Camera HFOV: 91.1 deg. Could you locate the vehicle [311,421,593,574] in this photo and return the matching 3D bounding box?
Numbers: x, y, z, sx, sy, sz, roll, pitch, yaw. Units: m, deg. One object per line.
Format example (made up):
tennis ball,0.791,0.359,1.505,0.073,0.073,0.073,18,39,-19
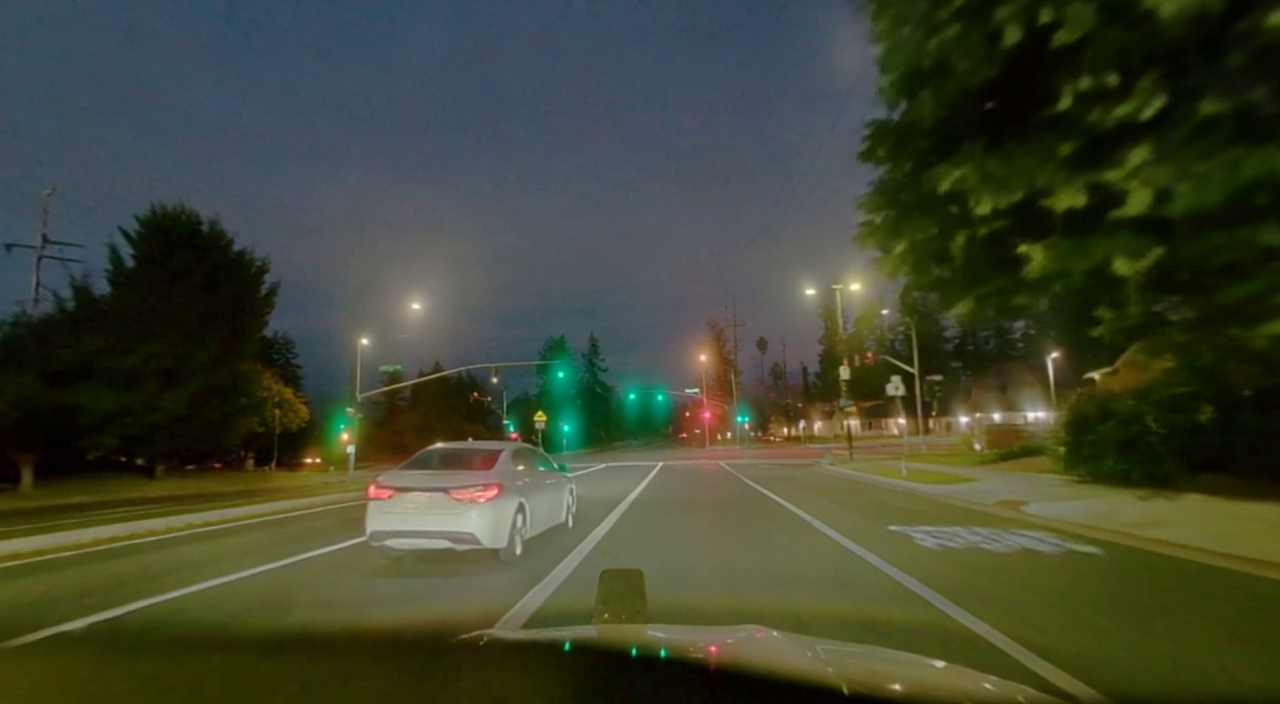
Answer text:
vehicle,-2.172,1.875,9.065,2.139,1.564,4.901,-1,-8,6
